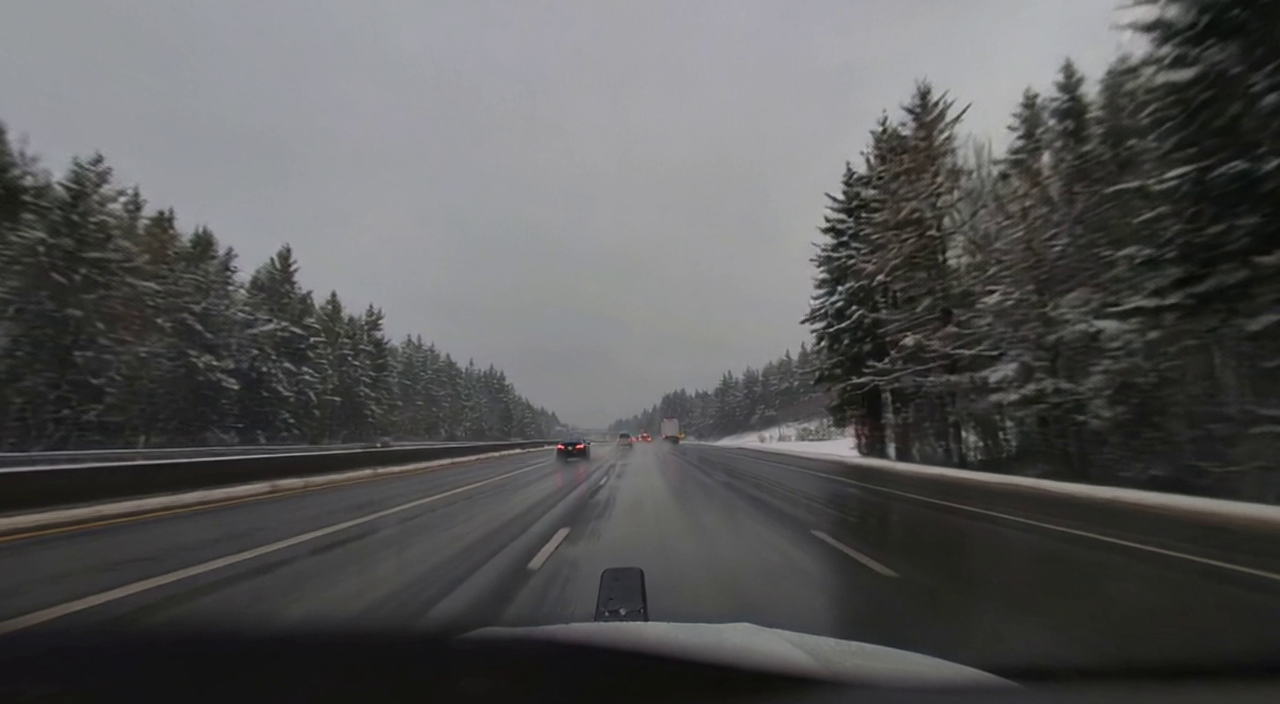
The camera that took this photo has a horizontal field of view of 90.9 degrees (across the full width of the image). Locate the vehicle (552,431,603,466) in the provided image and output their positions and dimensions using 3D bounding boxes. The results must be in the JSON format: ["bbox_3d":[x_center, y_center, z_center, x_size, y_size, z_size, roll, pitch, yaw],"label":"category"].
[{"bbox_3d":[-2.971,4.678,30.724,2.025,1.571,3.662,-1,-9,1],"label":"vehicle"}]
